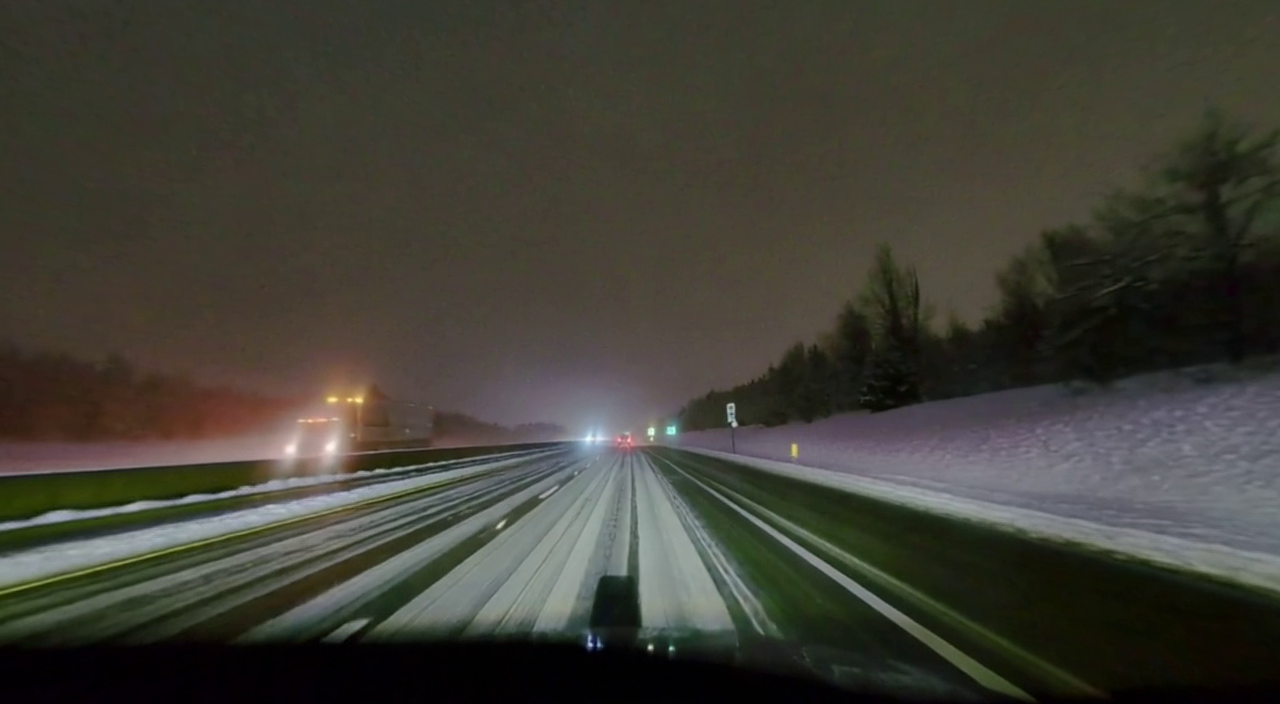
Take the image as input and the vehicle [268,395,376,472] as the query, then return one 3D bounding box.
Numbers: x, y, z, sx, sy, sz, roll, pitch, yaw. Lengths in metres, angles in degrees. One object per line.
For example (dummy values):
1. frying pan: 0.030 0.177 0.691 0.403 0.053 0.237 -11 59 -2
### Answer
1. vehicle: -17.763 4.645 35.795 2.992 3.988 5.920 0 -8 -1
